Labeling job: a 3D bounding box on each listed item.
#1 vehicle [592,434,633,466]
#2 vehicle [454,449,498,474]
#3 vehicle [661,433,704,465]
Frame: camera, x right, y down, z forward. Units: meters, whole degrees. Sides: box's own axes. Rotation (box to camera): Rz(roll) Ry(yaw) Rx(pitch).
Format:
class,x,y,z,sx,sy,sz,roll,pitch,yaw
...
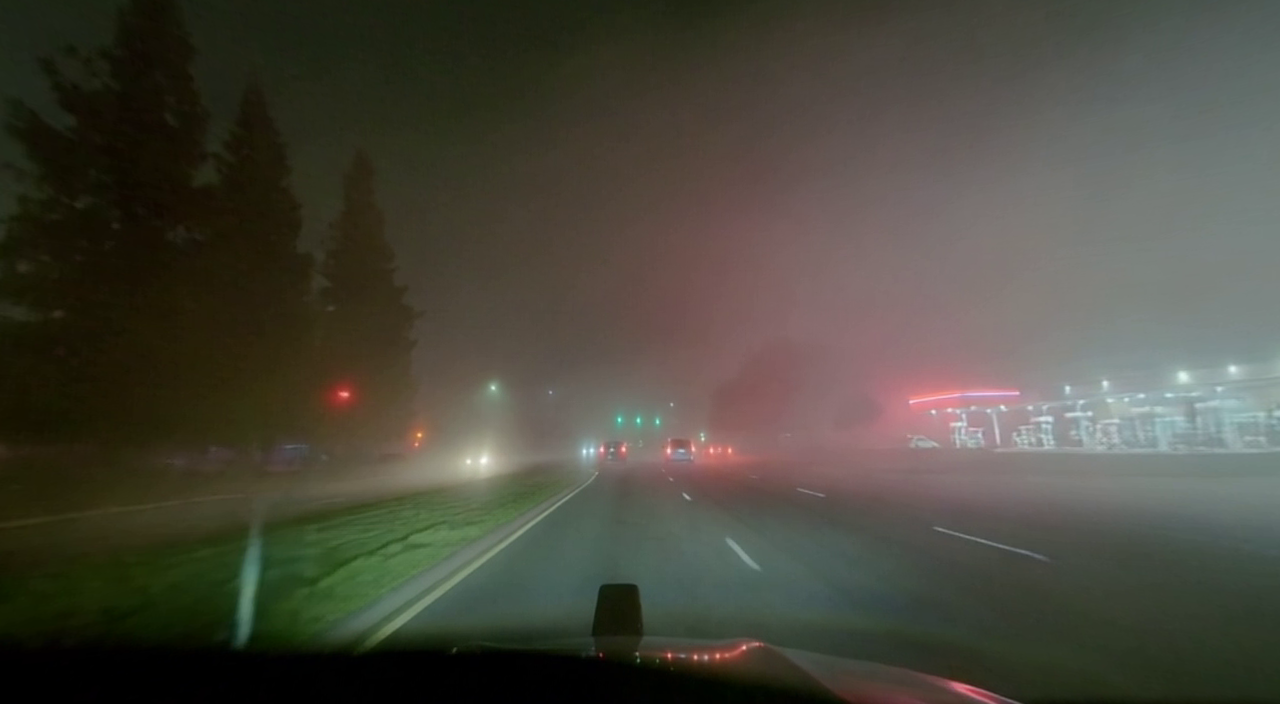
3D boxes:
class,x,y,z,sx,sy,sz,roll,pitch,yaw
vehicle,-1.775,6.061,39.150,2.261,1.820,4.255,1,-8,-6
vehicle,-11.904,7.959,46.129,1.934,1.674,4.445,0,-8,2
vehicle,2.500,5.908,38.413,2.140,1.800,4.660,0,-8,-2
